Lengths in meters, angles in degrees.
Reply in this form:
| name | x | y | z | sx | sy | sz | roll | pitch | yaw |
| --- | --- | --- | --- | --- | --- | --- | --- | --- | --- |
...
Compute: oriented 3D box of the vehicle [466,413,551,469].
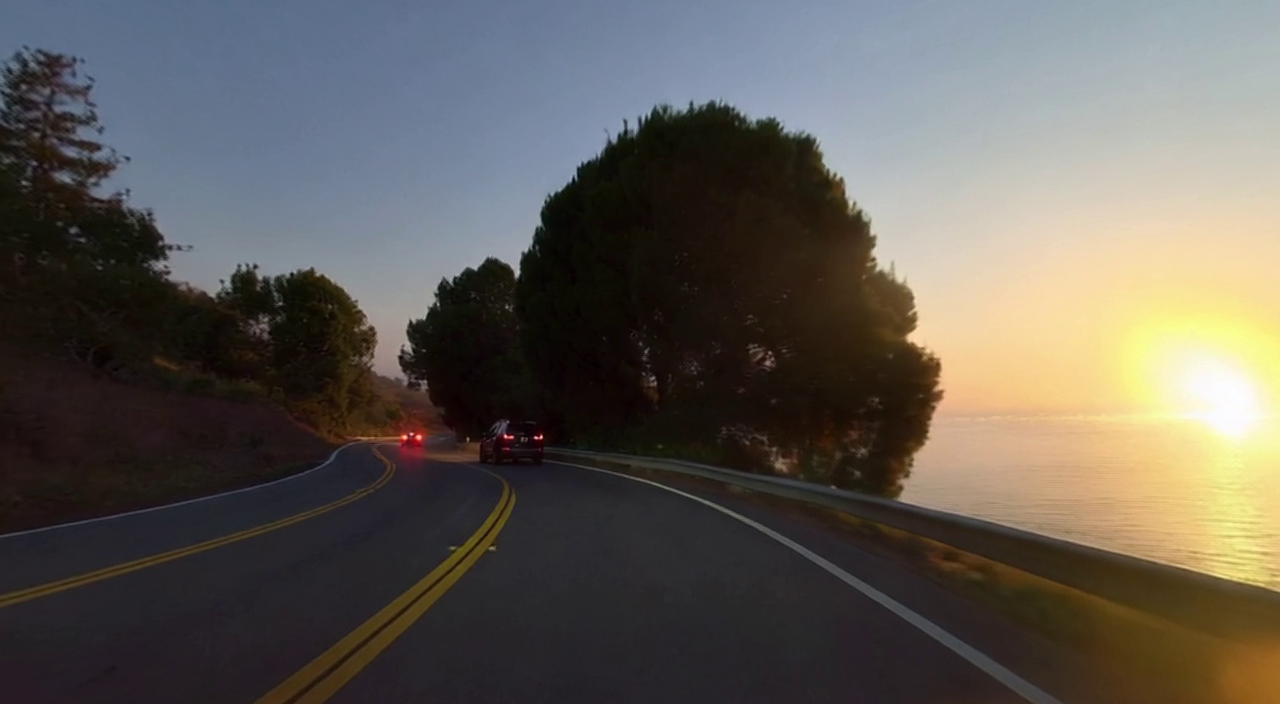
| name | x | y | z | sx | sy | sz | roll | pitch | yaw |
| --- | --- | --- | --- | --- | --- | --- | --- | --- | --- |
| vehicle | -5.479 | 3.635 | 25.639 | 2.500 | 1.961 | 5.637 | 4 | -9 | -20 |
